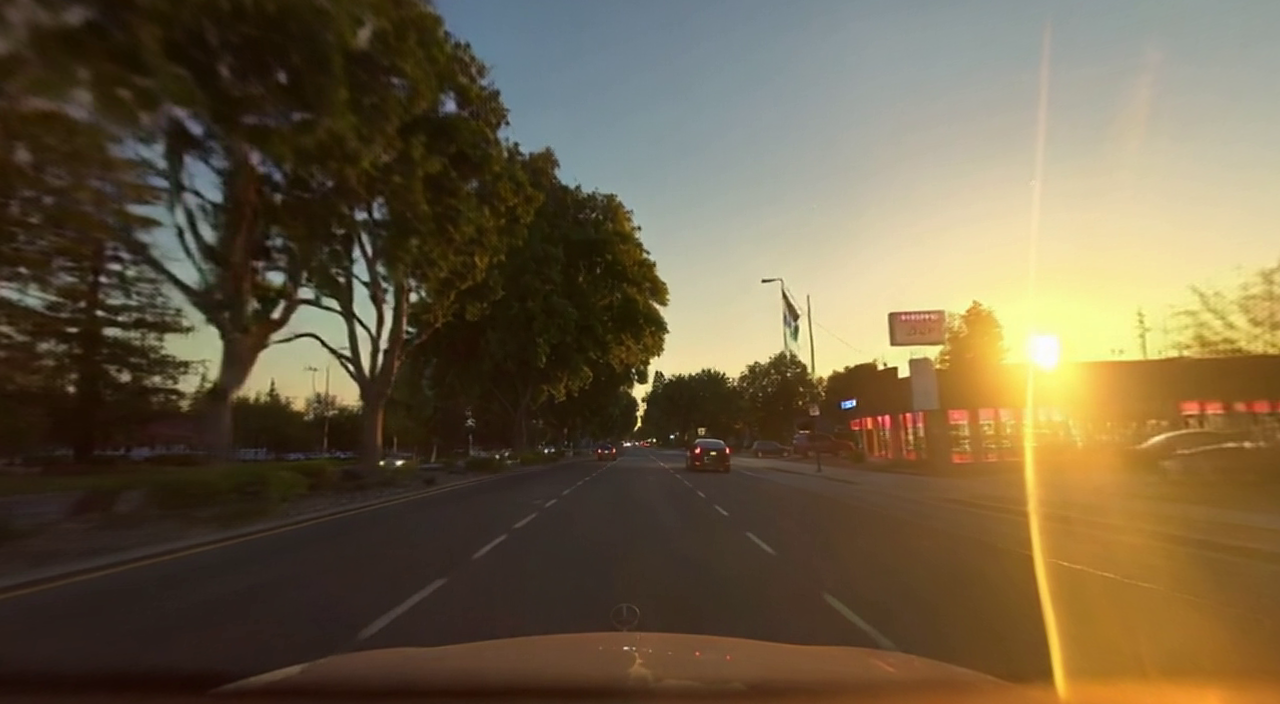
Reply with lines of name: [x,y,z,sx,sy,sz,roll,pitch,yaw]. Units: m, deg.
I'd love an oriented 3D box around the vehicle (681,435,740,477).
vehicle: [3.113,4.718,28.770,2.083,1.743,4.354,0,-8,-1]

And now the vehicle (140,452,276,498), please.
vehicle: [-15.832,4.501,23.413,1.971,1.475,4.318,0,-8,0]

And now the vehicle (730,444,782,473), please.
vehicle: [6.571,6.050,36.158,1.948,1.526,4.641,0,-8,-2]
